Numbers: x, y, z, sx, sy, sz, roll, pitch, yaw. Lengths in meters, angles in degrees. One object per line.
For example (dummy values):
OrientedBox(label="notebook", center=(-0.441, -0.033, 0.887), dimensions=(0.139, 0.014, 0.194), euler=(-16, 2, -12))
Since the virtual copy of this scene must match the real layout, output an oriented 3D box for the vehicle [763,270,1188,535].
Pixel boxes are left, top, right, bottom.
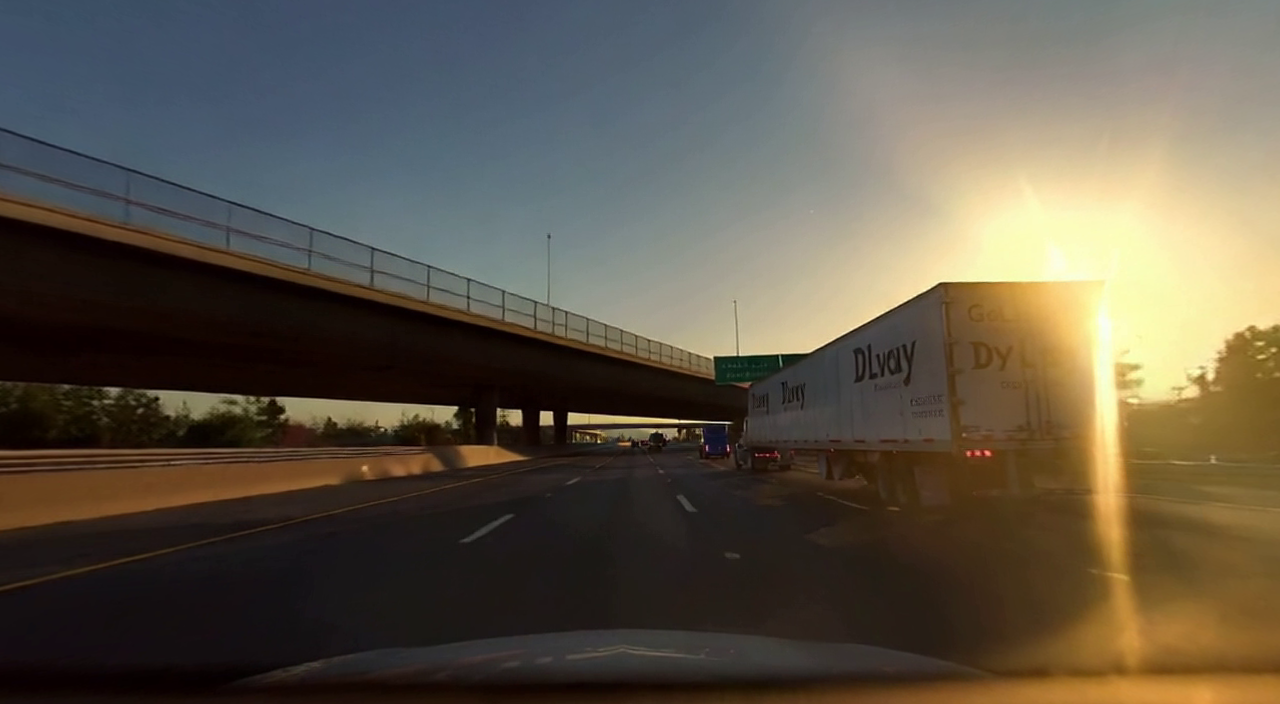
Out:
OrientedBox(label="vehicle", center=(6.476, 1.872, 17.454), dimensions=(2.962, 3.947, 16.241), euler=(0, -8, 0))
